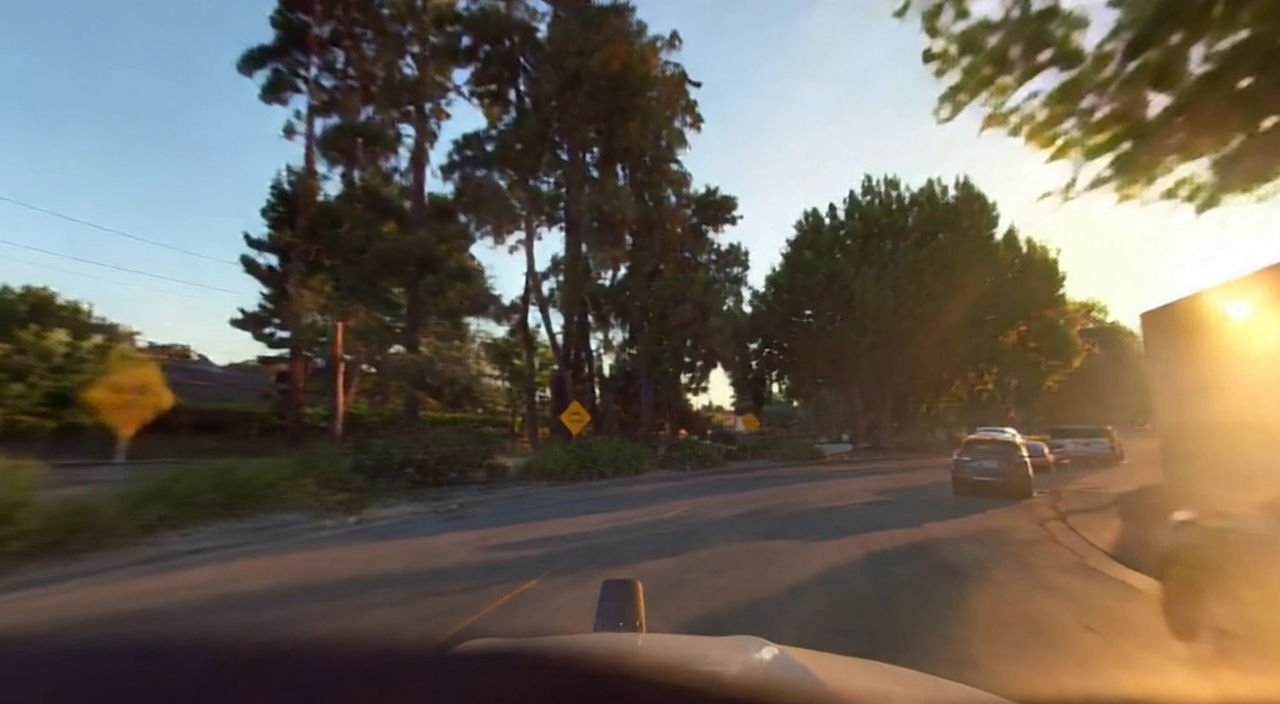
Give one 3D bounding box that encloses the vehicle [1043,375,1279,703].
[{"bbox_3d":[3.538,0.783,1.671,2.195,1.605,5.134,-1,-8,9],"label":"vehicle"}]
